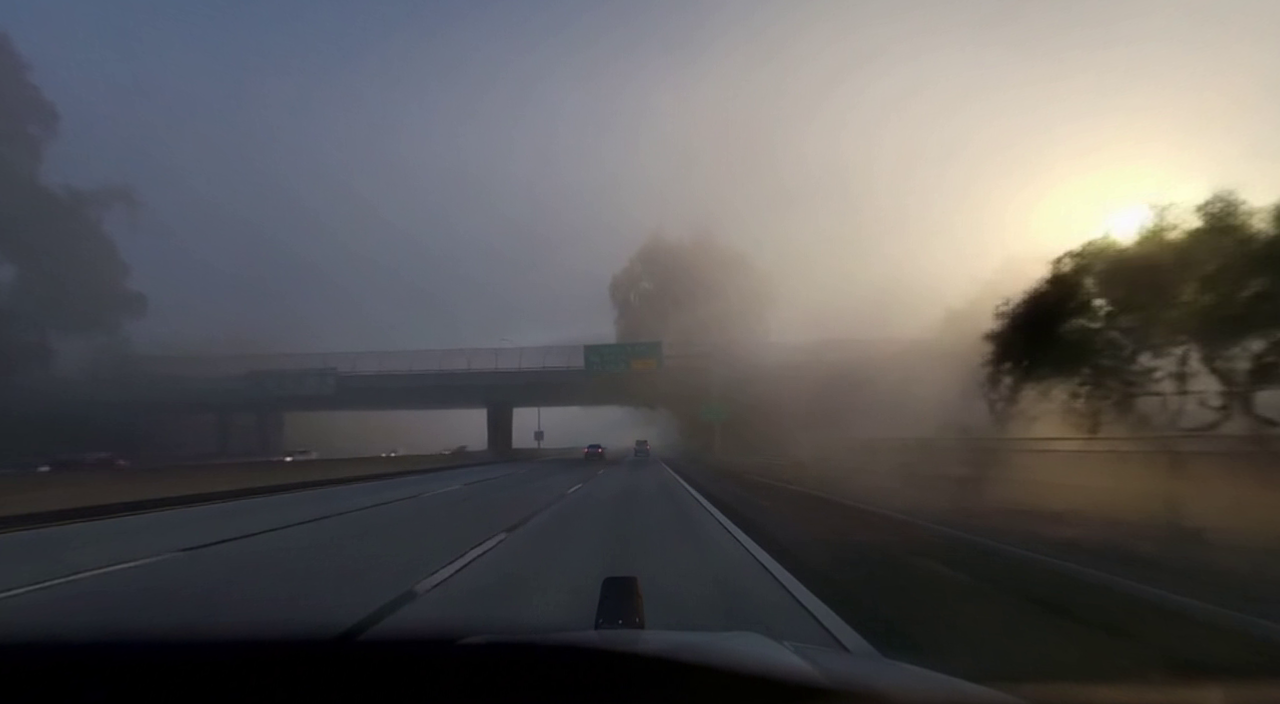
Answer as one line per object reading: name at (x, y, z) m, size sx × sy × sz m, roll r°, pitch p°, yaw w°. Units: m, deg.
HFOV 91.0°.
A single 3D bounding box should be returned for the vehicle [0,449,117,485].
vehicle at (-28.900, 5.628, 31.182) m, size 1.912 × 1.552 × 4.718 m, roll 0°, pitch -8°, yaw 1°
